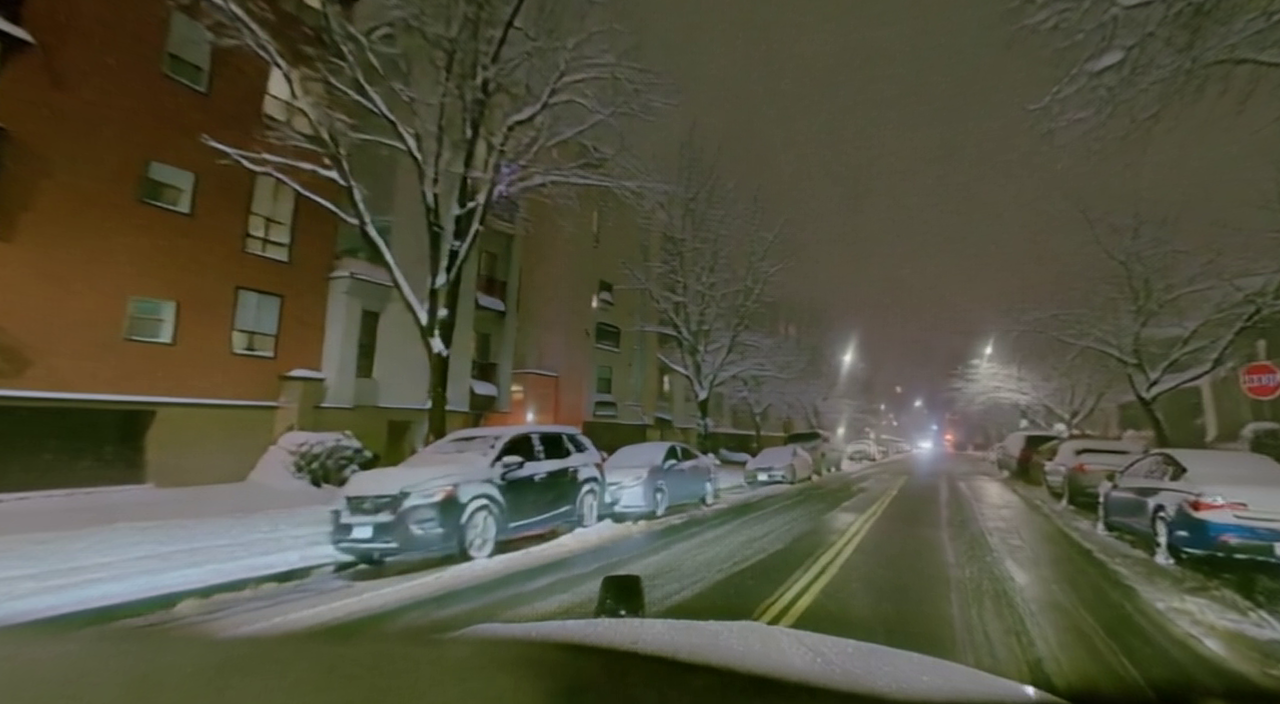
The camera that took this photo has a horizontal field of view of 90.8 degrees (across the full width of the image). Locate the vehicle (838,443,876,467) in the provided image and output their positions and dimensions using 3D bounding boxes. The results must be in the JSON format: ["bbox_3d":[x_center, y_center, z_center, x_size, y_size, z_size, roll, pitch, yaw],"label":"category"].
[{"bbox_3d":[14.591,6.847,42.328,1.939,1.513,4.401,-3,-9,24],"label":"vehicle"}]

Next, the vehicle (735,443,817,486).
[{"bbox_3d":[5.260,4.208,23.994,1.921,1.463,4.313,-4,-9,28],"label":"vehicle"}]

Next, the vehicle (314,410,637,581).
[{"bbox_3d":[-1.896,1.841,9.039,1.946,1.744,4.584,-4,-9,24],"label":"vehicle"}]

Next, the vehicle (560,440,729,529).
[{"bbox_3d":[0.322,2.660,13.514,1.902,1.478,4.696,-4,-8,23],"label":"vehicle"}]

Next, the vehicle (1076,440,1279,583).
[{"bbox_3d":[7.613,1.936,8.475,2.084,1.441,4.402,-3,-9,24],"label":"vehicle"}]

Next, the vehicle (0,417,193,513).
[{"bbox_3d":[-10.556,1.889,10.781,1.812,1.458,4.714,-1,-9,12],"label":"vehicle"}]

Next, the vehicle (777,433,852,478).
[{"bbox_3d":[8.295,4.794,29.609,2.229,1.869,5.791,-5,-9,26],"label":"vehicle"}]
